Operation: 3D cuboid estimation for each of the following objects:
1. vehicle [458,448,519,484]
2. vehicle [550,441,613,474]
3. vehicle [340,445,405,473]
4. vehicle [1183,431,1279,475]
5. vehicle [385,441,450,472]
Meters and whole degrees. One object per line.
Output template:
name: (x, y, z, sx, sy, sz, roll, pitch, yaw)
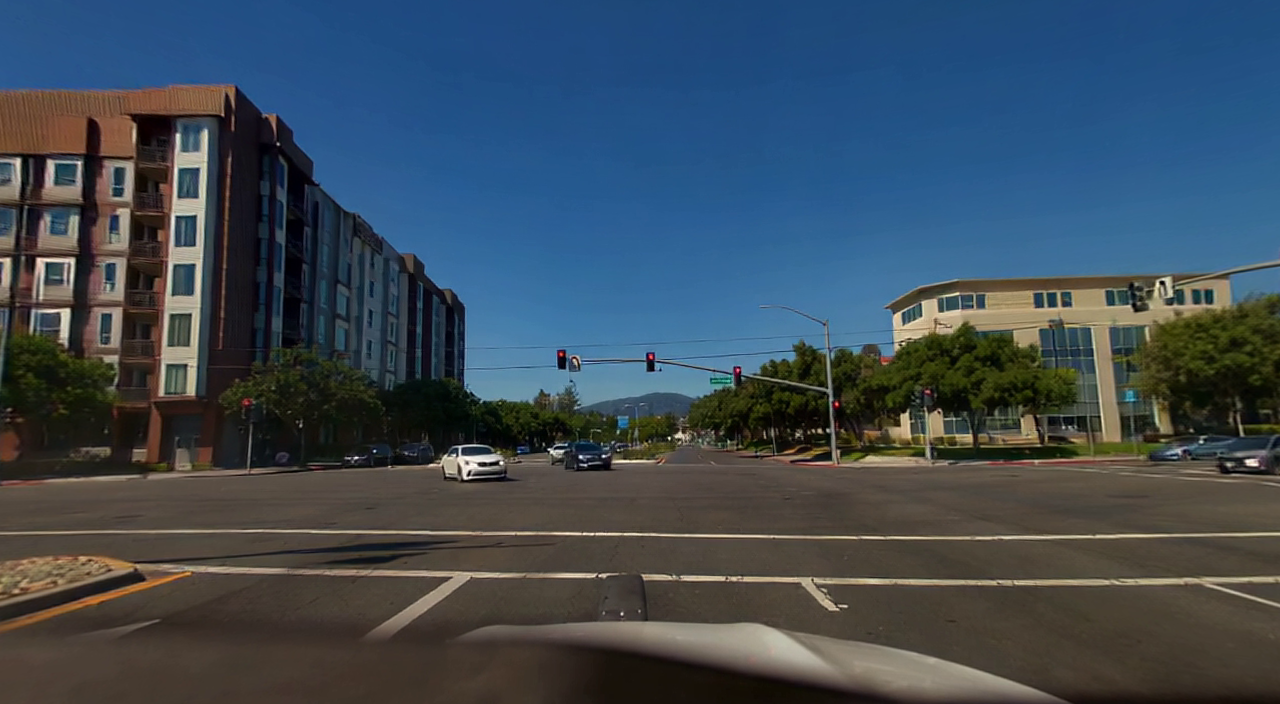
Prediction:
vehicle: (-6.180, 4.527, 25.480, 1.910, 1.288, 4.093, 3, -9, -20)
vehicle: (-2.982, 5.173, 31.263, 2.109, 1.461, 4.637, 3, -9, -19)
vehicle: (-18.542, 7.413, 44.085, 2.237, 1.842, 5.116, 0, -9, 0)
vehicle: (22.328, 3.559, 22.359, 4.474, 1.477, 1.908, 0, -9, -3)
vehicle: (-15.122, 7.124, 43.244, 2.340, 1.946, 5.450, -1, -9, 1)
